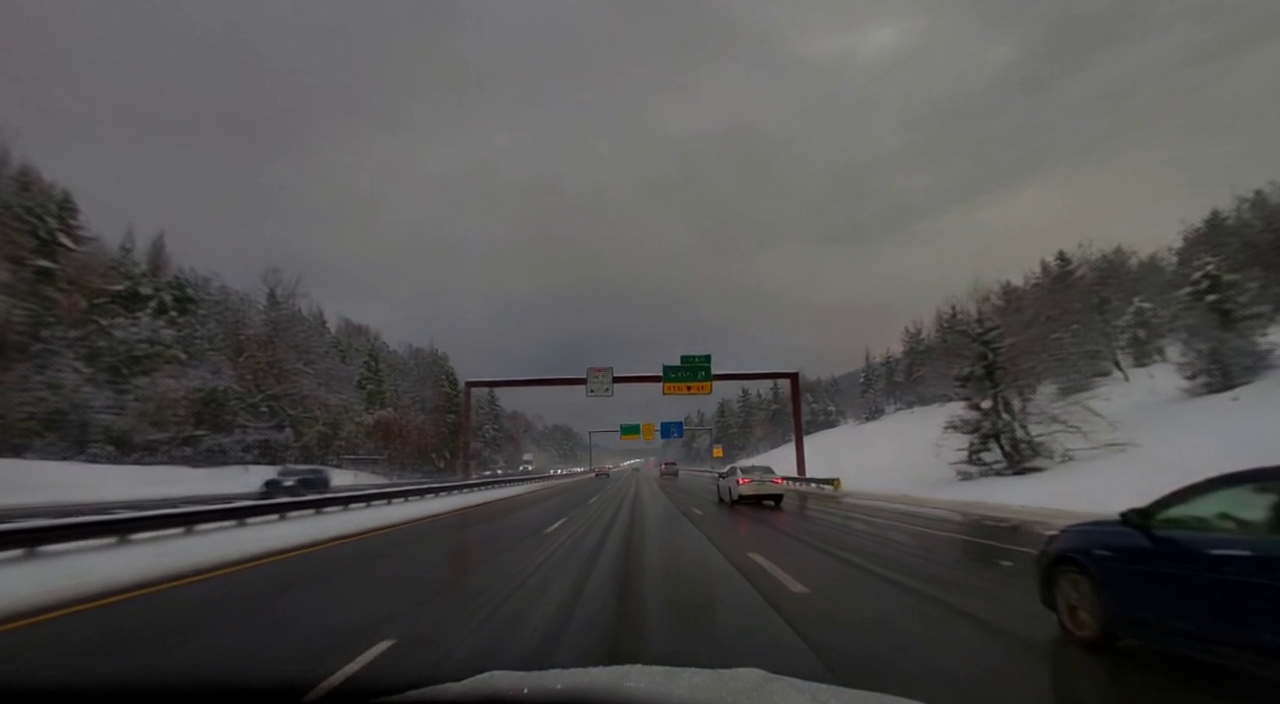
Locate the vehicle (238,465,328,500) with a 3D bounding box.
[{"bbox_3d":[-16.285,5.966,28.958,1.758,1.449,3.912,1,-10,1],"label":"vehicle"}]

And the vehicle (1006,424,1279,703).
[{"bbox_3d":[4.106,1.122,2.835,2.010,1.579,4.679,1,-10,-1],"label":"vehicle"}]

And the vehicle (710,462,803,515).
[{"bbox_3d":[3.605,4.369,20.463,2.051,1.472,4.547,1,-10,-1],"label":"vehicle"}]
